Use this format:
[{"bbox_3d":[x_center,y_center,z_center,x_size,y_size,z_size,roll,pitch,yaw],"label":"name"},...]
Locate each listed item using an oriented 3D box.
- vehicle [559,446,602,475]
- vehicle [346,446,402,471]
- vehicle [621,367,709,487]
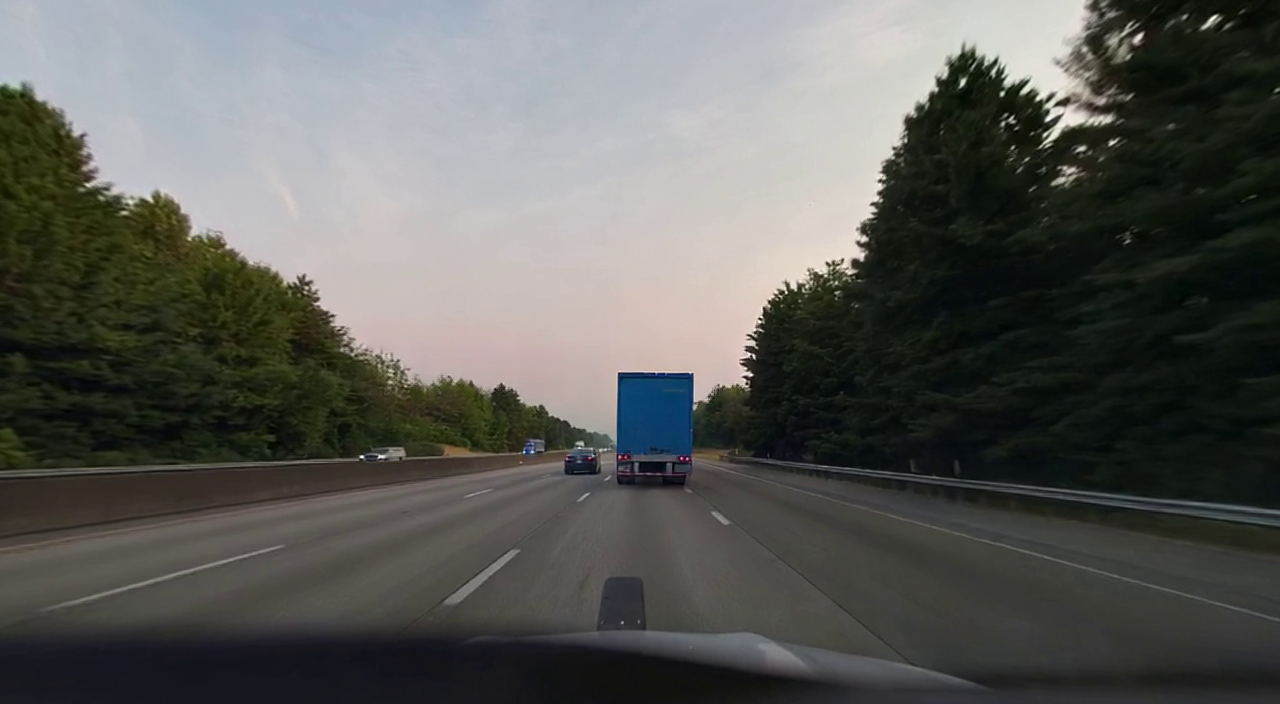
[{"bbox_3d":[-3.239,5.957,34.870,1.985,1.482,3.923,0,-9,0],"label":"vehicle"},{"bbox_3d":[-19.346,7.758,46.120,1.974,1.711,4.813,0,-9,0],"label":"vehicle"},{"bbox_3d":[0.810,3.234,25.981,2.898,3.973,10.063,0,-9,0],"label":"vehicle"}]
